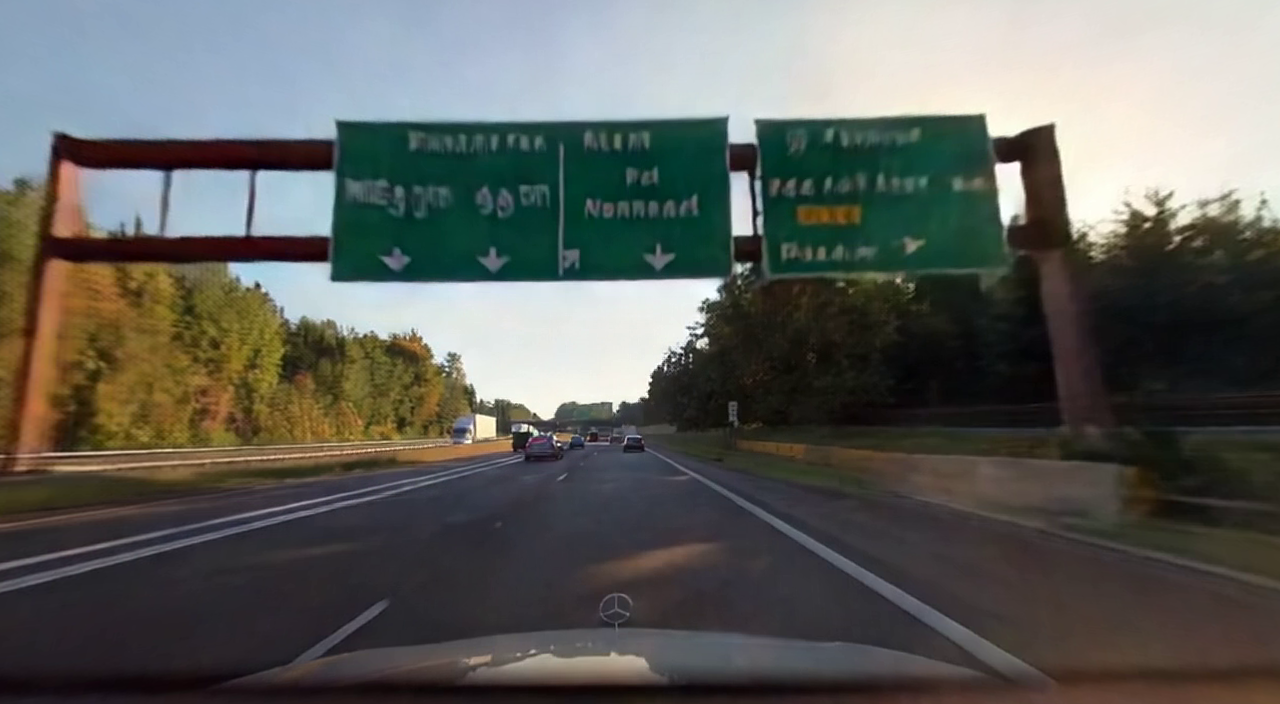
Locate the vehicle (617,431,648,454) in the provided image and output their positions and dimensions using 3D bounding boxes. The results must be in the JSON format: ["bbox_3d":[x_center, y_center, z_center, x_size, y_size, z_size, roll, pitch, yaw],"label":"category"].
[{"bbox_3d":[-0.566,6.672,46.488,2.139,1.561,4.060,0,-8,-1],"label":"vehicle"}]

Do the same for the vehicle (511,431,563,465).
[{"bbox_3d":[-4.853,4.574,30.128,1.959,1.514,3.668,0,-8,-1],"label":"vehicle"}]
